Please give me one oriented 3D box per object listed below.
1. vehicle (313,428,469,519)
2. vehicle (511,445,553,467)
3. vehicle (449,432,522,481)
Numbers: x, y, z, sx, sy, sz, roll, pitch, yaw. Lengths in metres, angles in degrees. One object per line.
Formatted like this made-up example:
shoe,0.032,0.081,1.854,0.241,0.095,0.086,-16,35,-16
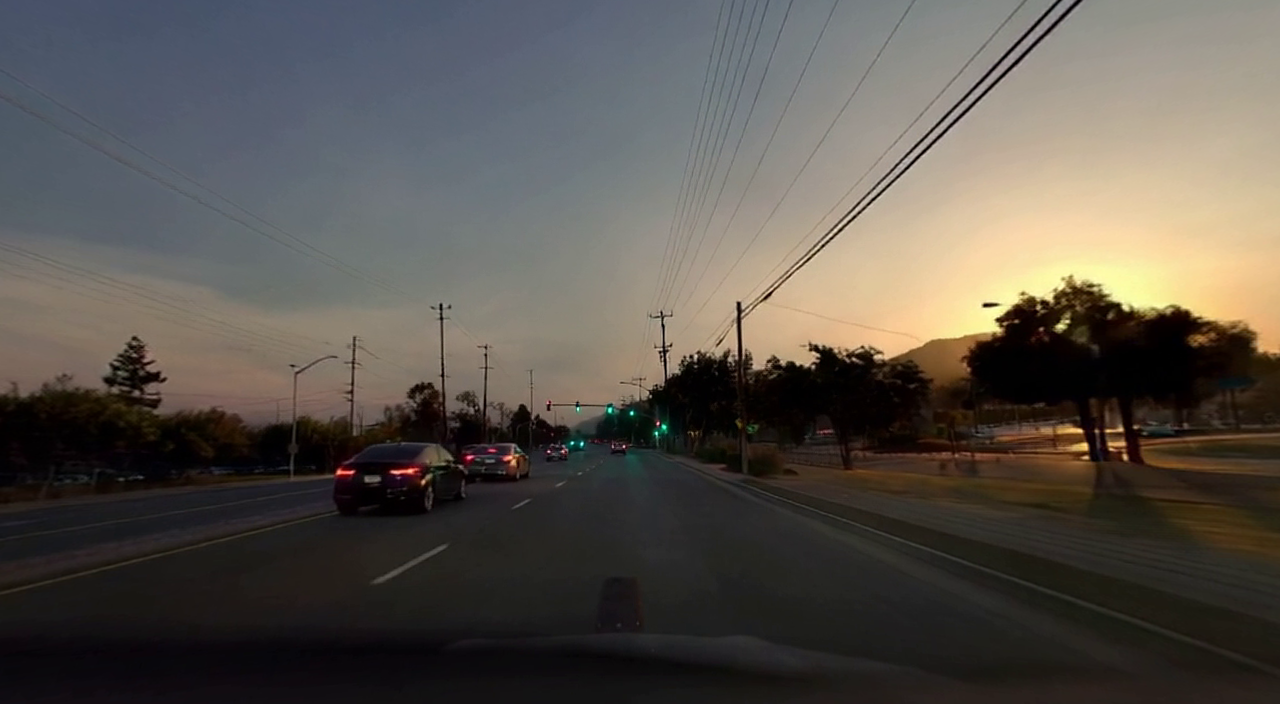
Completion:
vehicle,-5.276,2.613,14.066,2.041,1.698,4.094,1,-9,-5
vehicle,-7.515,7.298,44.459,2.030,1.482,4.818,0,-9,0
vehicle,-6.398,4.390,26.804,2.337,1.862,4.924,1,-9,-6
